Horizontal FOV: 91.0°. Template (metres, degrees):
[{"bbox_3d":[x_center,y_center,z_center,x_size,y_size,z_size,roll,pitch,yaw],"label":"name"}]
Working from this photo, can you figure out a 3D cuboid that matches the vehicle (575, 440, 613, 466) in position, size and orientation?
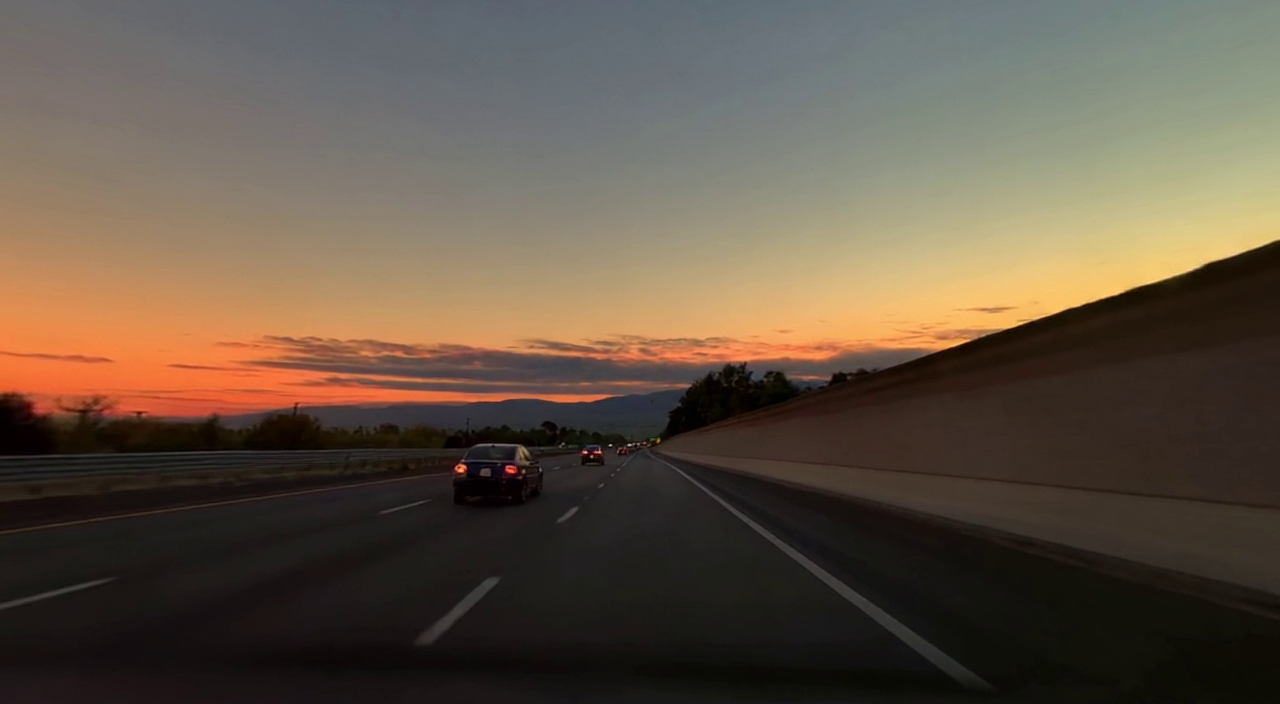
[{"bbox_3d":[-3.034,6.798,42.508,2.133,1.683,4.340,0,-9,1],"label":"vehicle"}]

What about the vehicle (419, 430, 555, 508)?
[{"bbox_3d":[-3.470,2.746,15.207,2.195,1.573,4.176,0,-9,0],"label":"vehicle"}]
